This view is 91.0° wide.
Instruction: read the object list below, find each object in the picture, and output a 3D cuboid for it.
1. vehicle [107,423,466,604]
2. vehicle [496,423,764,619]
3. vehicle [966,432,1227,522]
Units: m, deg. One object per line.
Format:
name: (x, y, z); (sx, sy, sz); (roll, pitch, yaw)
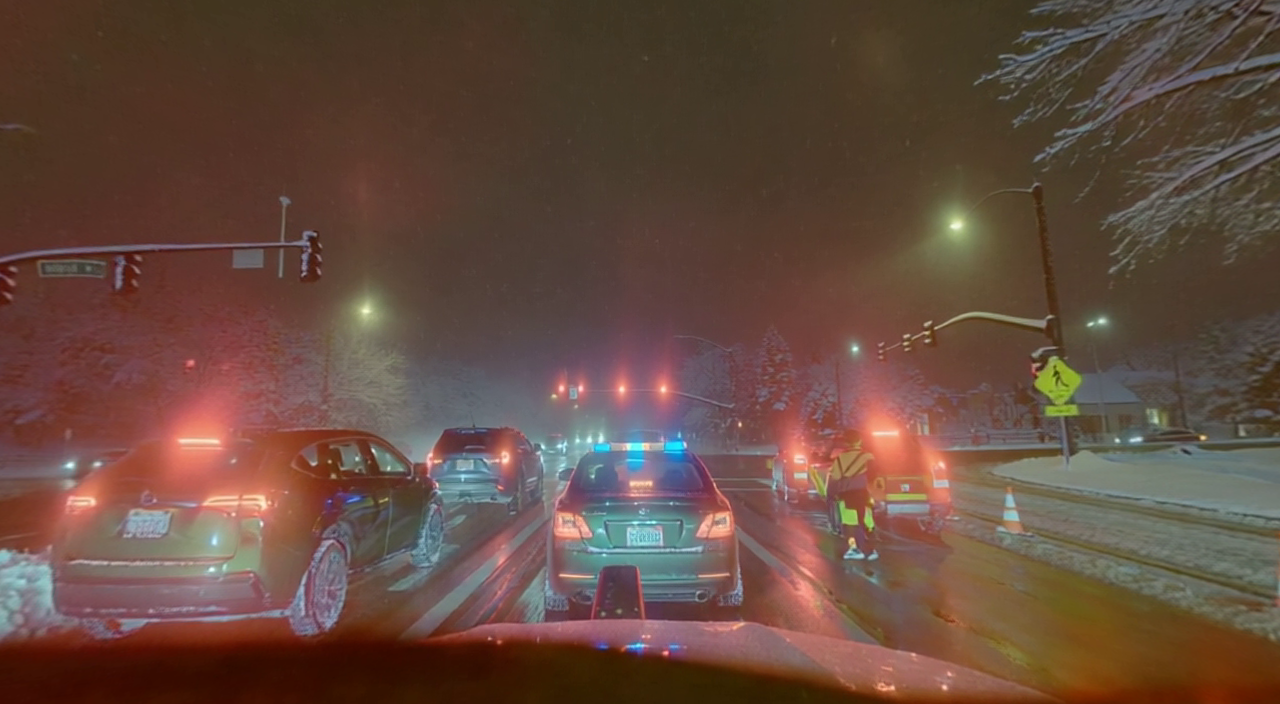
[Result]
vehicle: (-3.593, 1.681, 7.446); (1.863, 1.526, 4.006); (0, -8, 1)
vehicle: (-0.121, 1.628, 7.089); (2.061, 1.486, 4.332); (0, -8, -1)
vehicle: (9.358, 2.582, 13.584); (1.957, 1.576, 4.670); (0, -9, -3)
